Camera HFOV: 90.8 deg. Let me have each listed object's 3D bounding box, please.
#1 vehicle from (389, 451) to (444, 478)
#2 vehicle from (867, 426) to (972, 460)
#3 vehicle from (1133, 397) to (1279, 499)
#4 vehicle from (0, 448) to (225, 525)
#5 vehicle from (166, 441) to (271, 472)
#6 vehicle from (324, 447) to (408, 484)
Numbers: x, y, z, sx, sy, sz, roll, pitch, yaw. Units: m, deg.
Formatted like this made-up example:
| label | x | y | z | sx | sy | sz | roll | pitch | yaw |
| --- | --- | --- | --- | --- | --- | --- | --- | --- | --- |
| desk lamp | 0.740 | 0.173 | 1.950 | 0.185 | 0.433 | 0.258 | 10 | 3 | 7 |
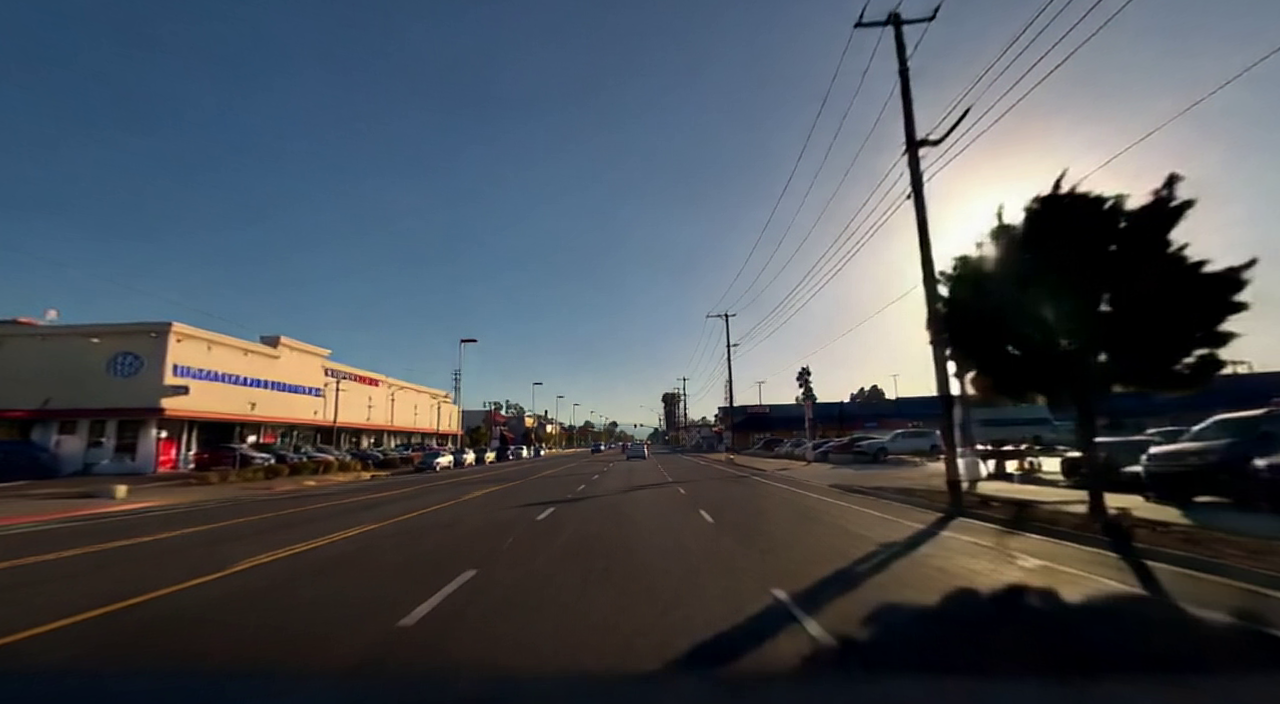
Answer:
| label | x | y | z | sx | sy | sz | roll | pitch | yaw |
| --- | --- | --- | --- | --- | --- | --- | --- | --- | --- |
| vehicle | -13.713 | 6.909 | 39.076 | 1.791 | 1.377 | 4.807 | -2 | -8 | -2 |
| vehicle | 15.276 | 5.020 | 34.734 | 4.667 | 1.775 | 2.199 | 0 | -8 | -1 |
| vehicle | 13.717 | 2.029 | 13.484 | 4.579 | 2.003 | 1.942 | 0 | -8 | 2 |
| vehicle | -13.690 | 3.434 | 16.847 | 1.955 | 1.549 | 5.009 | -2 | -8 | -2 |
| vehicle | -24.022 | 5.956 | 36.245 | 4.527 | 1.679 | 2.055 | 3 | -9 | -18 |
| vehicle | -13.844 | 5.713 | 32.278 | 2.014 | 1.523 | 5.092 | -3 | -8 | 1 |
